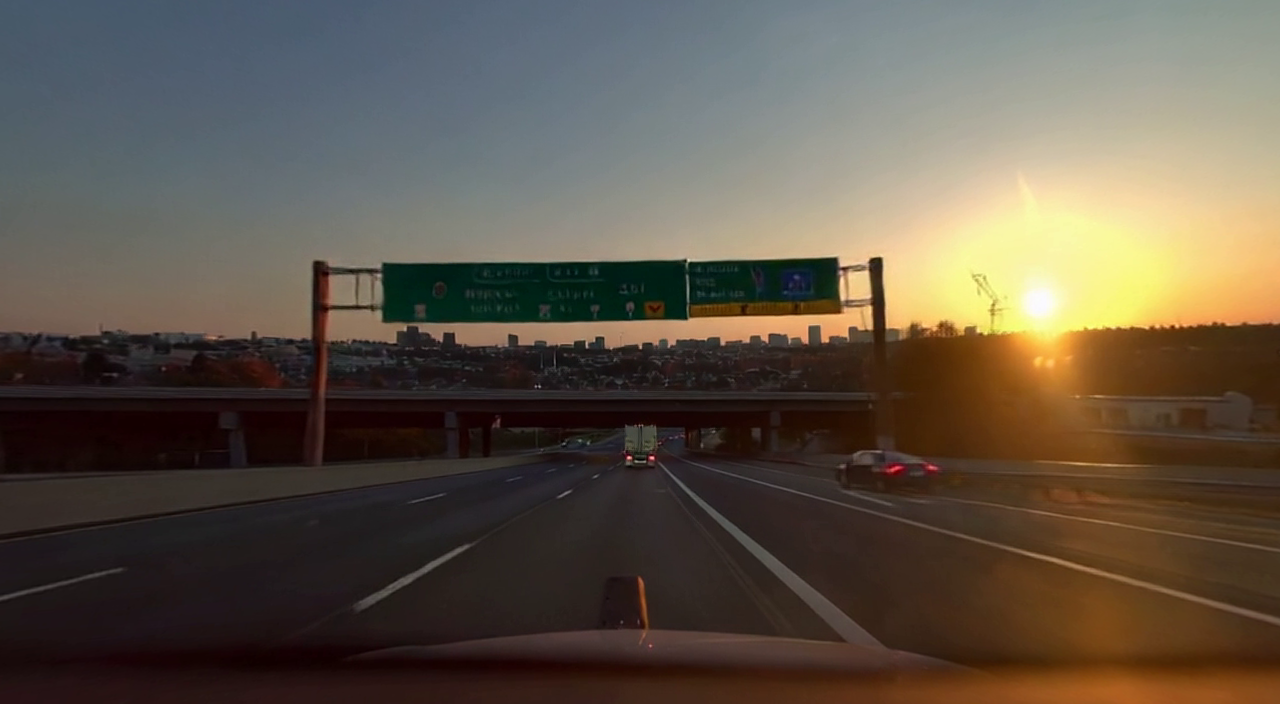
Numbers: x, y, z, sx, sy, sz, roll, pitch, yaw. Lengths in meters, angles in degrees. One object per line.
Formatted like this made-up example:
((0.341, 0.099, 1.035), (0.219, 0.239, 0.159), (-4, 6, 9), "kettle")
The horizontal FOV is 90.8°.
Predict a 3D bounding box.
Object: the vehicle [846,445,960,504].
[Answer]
((7.297, 3.410, 17.897), (1.660, 1.497, 3.594), (0, -9, 1), "vehicle")
